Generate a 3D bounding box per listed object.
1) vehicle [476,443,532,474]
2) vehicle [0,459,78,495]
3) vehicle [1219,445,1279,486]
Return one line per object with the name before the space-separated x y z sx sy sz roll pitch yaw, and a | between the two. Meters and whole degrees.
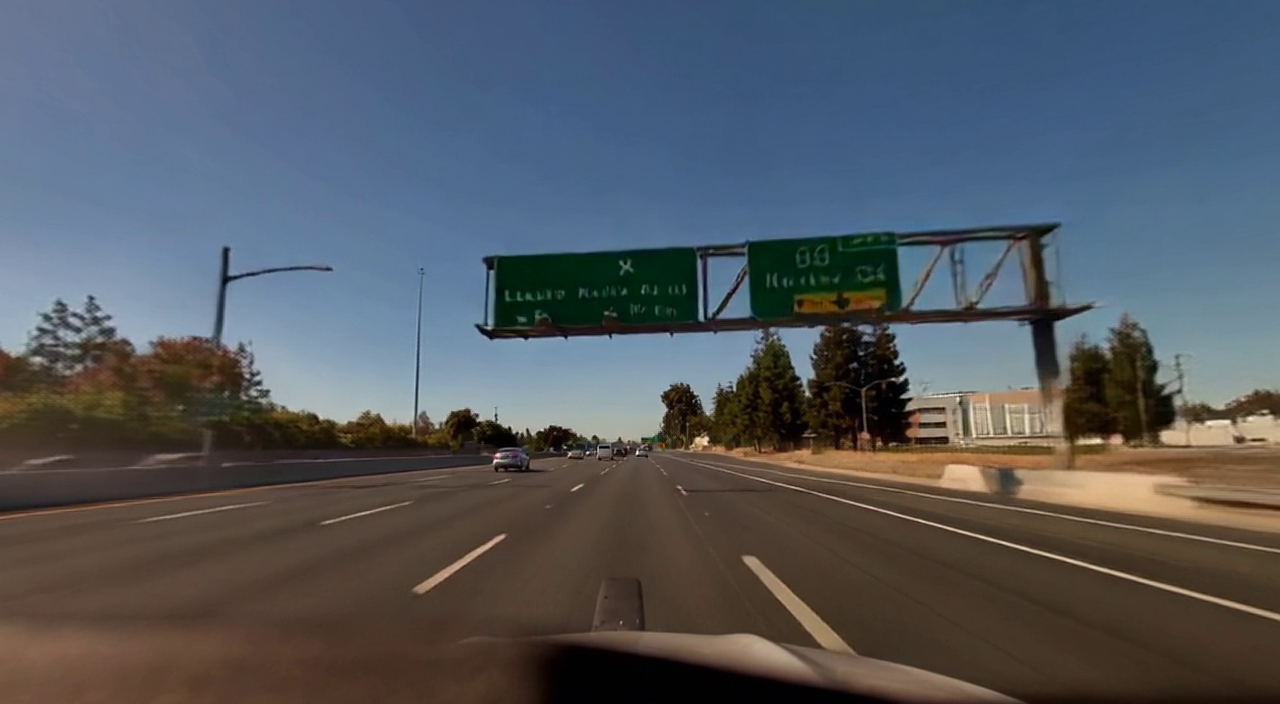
vehicle | -7.132 5.610 33.370 1.985 1.513 4.172 0 -9 0
vehicle | -28.432 5.639 28.641 1.802 1.485 4.234 0 -9 0
vehicle | 26.567 4.817 26.700 2.011 1.550 4.792 -1 -8 31
